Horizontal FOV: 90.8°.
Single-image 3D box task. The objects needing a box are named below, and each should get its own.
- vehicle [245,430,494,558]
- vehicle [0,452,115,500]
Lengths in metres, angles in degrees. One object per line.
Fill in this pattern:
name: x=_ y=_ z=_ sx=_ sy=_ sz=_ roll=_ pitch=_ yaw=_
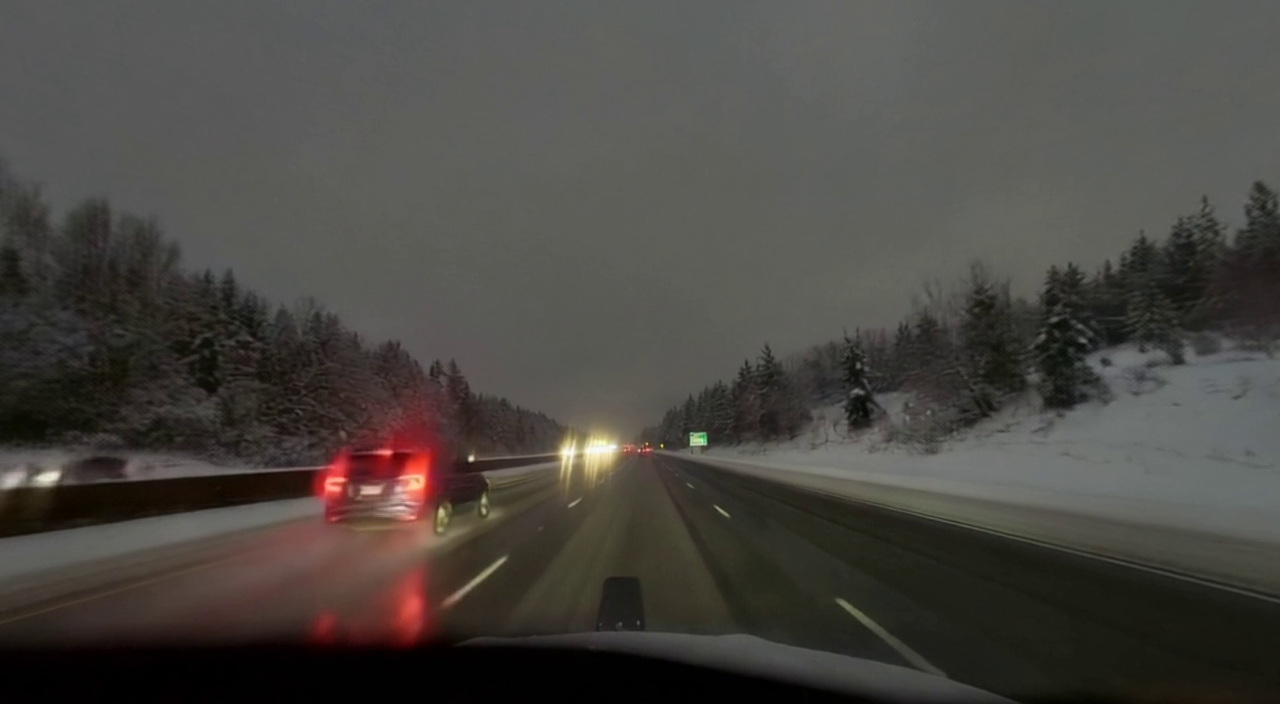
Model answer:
vehicle: x=-3.753 y=2.041 z=9.744 sx=1.979 sy=1.521 sz=4.147 roll=0 pitch=-9 yaw=0
vehicle: x=-24.381 y=4.845 z=25.028 sx=2.257 sy=1.687 sz=5.555 roll=0 pitch=-9 yaw=1
